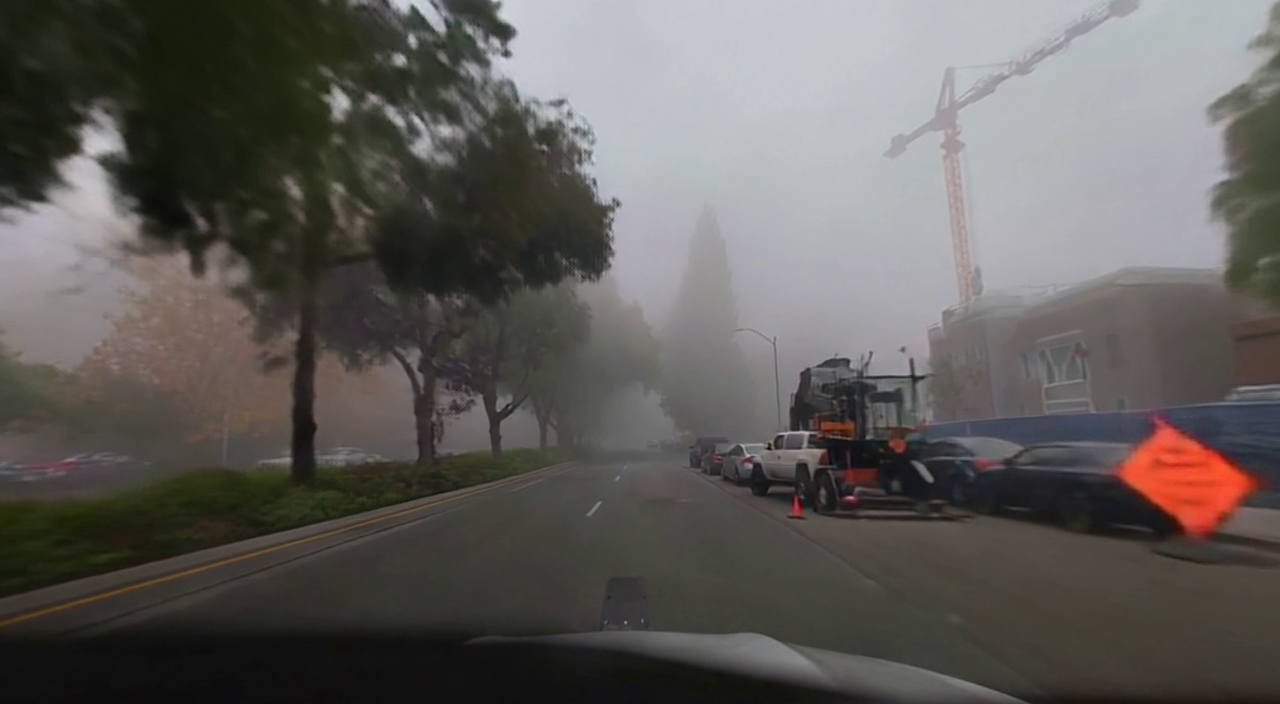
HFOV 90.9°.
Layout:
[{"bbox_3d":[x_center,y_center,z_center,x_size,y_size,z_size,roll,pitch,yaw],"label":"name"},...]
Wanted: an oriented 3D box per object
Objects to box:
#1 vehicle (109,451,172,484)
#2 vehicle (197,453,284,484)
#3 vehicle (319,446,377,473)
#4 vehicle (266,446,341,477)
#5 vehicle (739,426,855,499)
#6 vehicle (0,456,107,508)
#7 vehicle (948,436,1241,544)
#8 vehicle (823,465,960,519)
[{"bbox_3d":[-28.779,6.559,36.244,4.514,1.692,2.108,-8,-11,44],"label":"vehicle"},{"bbox_3d":[-21.600,6.264,34.283,1.811,1.480,4.425,0,-8,0],"label":"vehicle"},{"bbox_3d":[-21.600,7.966,46.888,2.027,1.855,4.908,0,-8,-2],"label":"vehicle"},{"bbox_3d":[-21.579,7.021,40.675,1.986,1.805,5.444,0,-8,-2],"label":"vehicle"},{"bbox_3d":[4.356,3.164,18.419,2.050,1.832,4.794,0,-8,-1],"label":"vehicle"},{"bbox_3d":[-21.742,4.548,22.477,1.832,1.583,4.083,0,-8,0],"label":"vehicle"},{"bbox_3d":[7.433,2.248,11.028,1.933,1.483,4.330,0,-8,1],"label":"vehicle"},{"bbox_3d":[4.996,2.800,12.837,1.973,0.903,2.151,0,-8,3],"label":"vehicle"}]
